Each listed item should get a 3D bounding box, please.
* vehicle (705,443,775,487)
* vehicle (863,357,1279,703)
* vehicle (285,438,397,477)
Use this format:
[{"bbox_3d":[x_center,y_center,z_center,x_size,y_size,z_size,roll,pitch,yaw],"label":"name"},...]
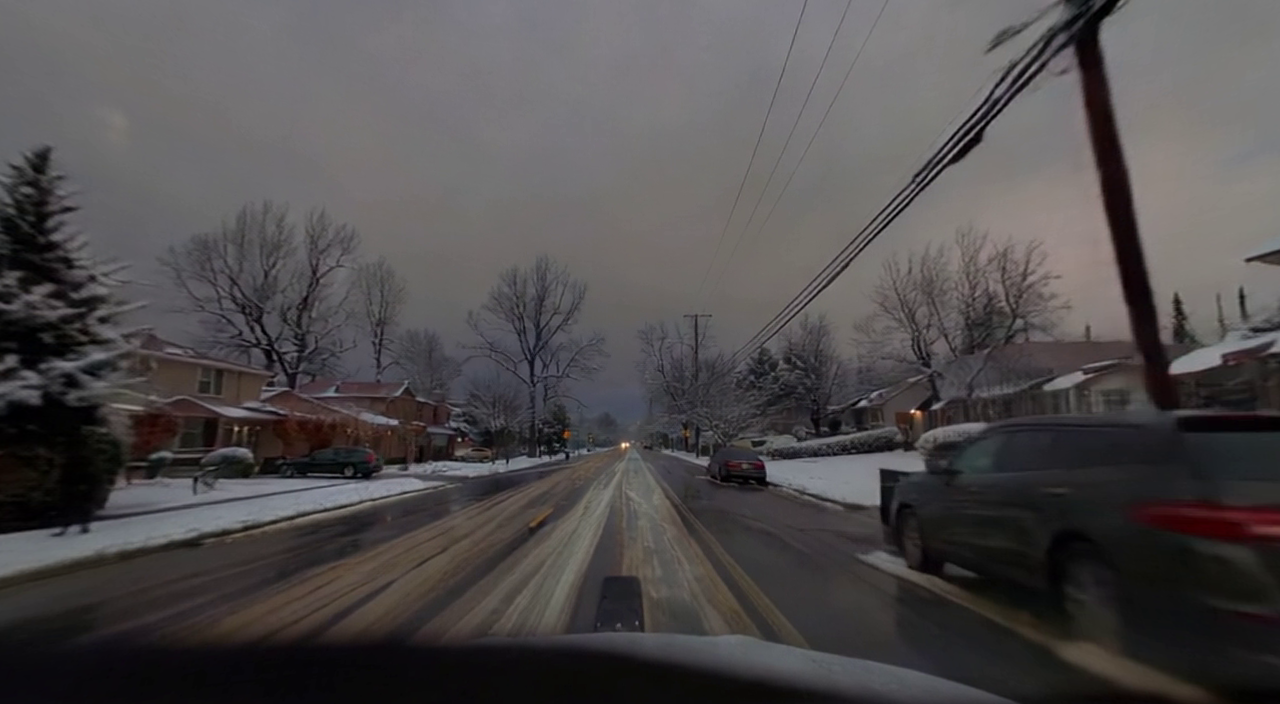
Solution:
[{"bbox_3d":[3.756,4.316,24.490,1.897,1.521,4.835,0,-8,-1],"label":"vehicle"},{"bbox_3d":[3.778,1.246,5.140,2.039,1.780,4.884,0,-8,-1],"label":"vehicle"},{"bbox_3d":[-15.659,5.531,33.150,4.882,1.777,2.025,-2,-9,-2],"label":"vehicle"}]
